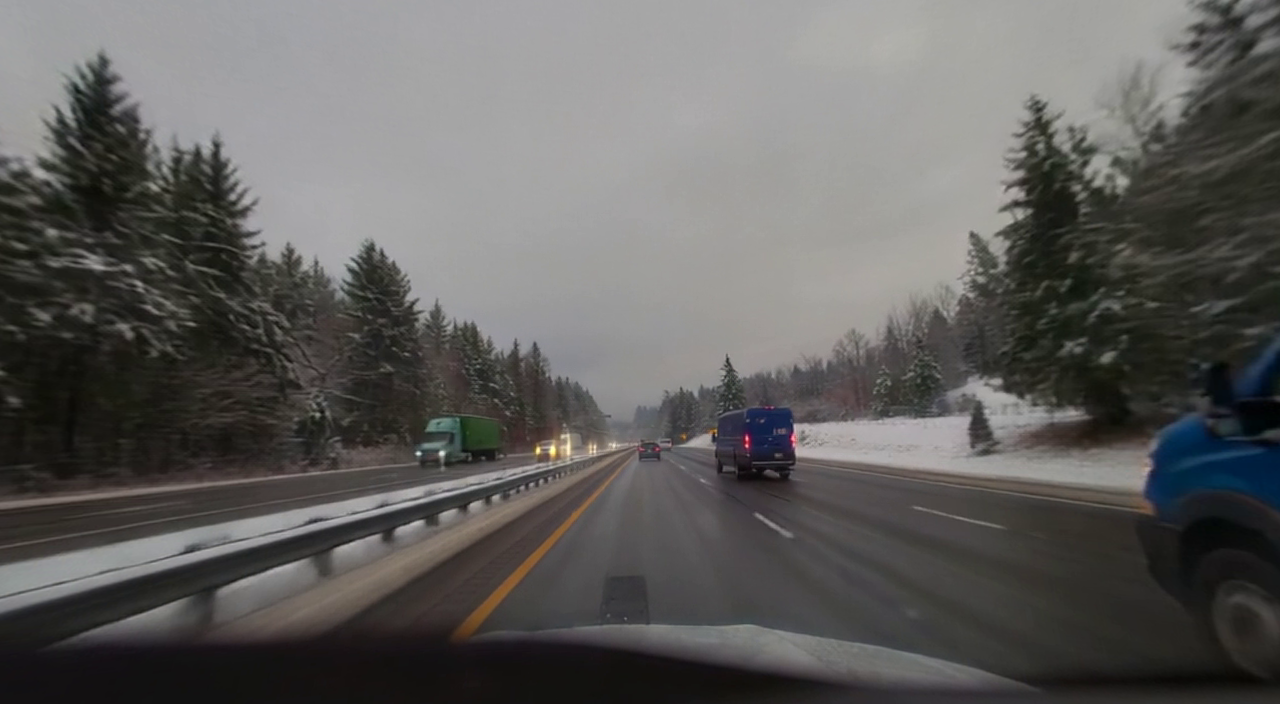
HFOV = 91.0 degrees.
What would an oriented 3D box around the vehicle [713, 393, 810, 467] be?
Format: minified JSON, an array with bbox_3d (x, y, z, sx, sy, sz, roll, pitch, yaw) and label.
[{"bbox_3d":[7.815,5.610,43.931,3.479,4.156,17.231,0,-8,0],"label":"vehicle"}]

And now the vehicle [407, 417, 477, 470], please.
[{"bbox_3d":[-15.014,6.984,48.203,3.286,3.794,5.668,0,-8,2],"label":"vehicle"}]

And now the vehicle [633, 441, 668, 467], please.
[{"bbox_3d":[0.667,6.559,40.628,2.121,1.590,4.434,0,-8,1],"label":"vehicle"}]

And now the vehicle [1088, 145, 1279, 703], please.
[{"bbox_3d":[4.115,0.054,0.389,2.393,2.679,7.059,0,-8,0],"label":"vehicle"}]
